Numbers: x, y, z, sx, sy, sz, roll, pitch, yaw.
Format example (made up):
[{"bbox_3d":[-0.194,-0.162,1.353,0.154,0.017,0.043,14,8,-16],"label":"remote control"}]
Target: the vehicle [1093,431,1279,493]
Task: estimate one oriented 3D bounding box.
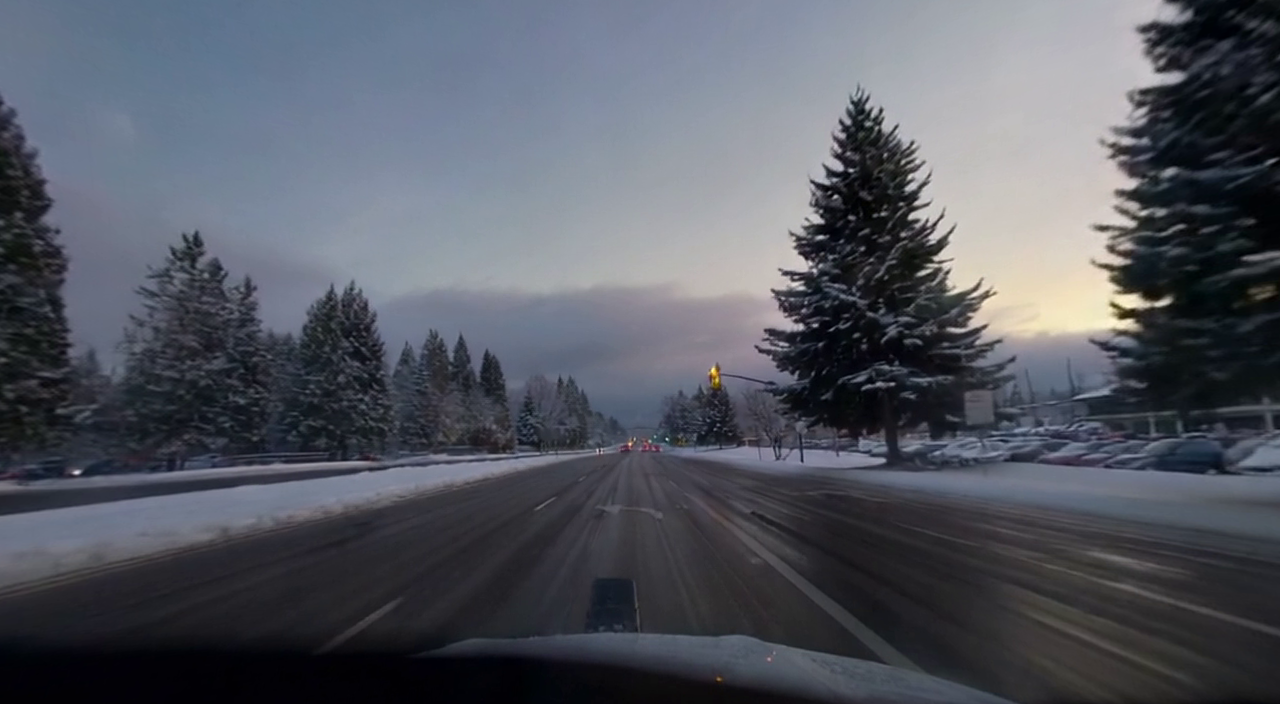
[{"bbox_3d":[17.313,3.404,19.721,4.609,1.809,2.095,0,-8,1],"label":"vehicle"}]
